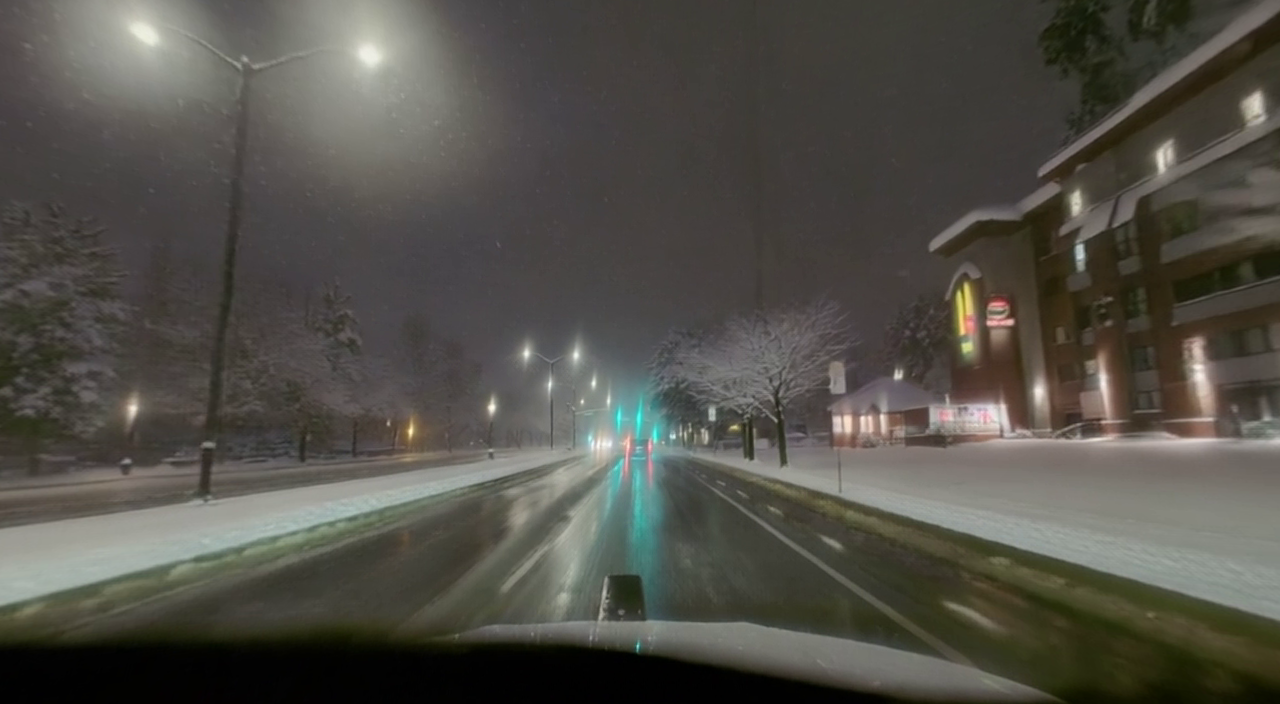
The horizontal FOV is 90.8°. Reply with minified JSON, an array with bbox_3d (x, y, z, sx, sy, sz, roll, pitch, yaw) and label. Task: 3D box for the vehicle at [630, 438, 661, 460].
[{"bbox_3d":[0.343,6.799,44.510,2.115,1.461,3.976,0,-8,-1],"label":"vehicle"}]
